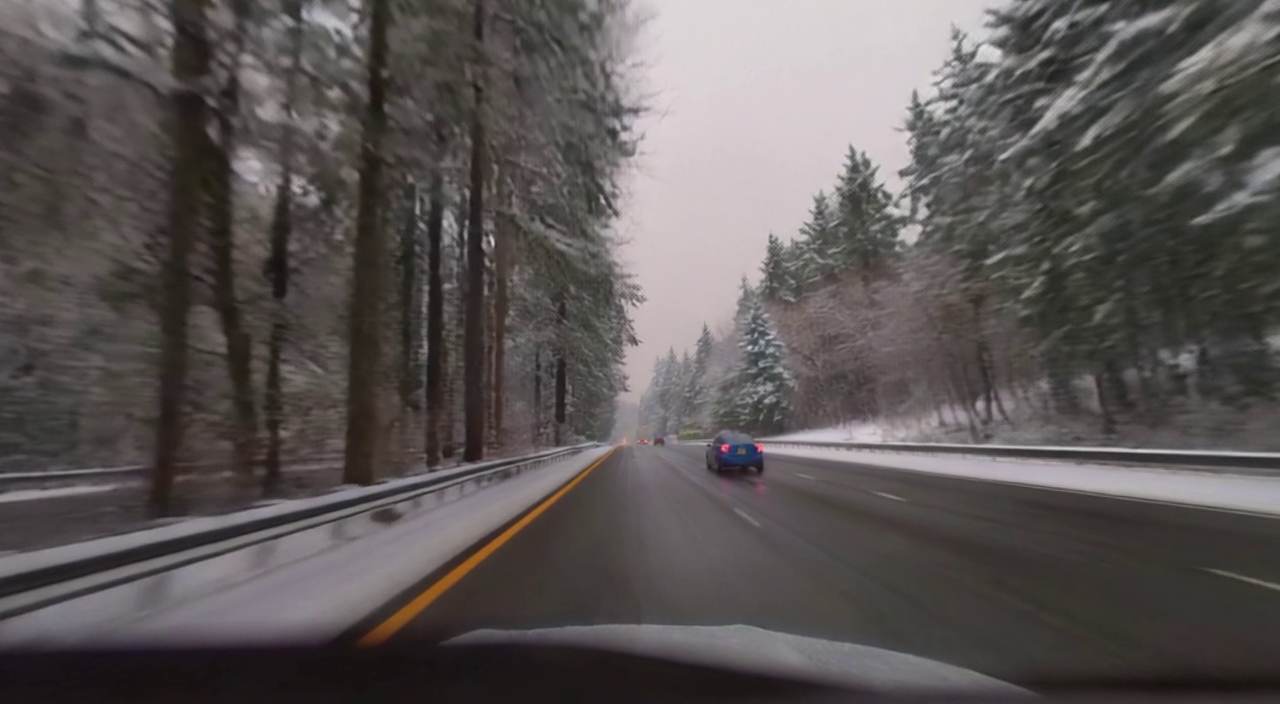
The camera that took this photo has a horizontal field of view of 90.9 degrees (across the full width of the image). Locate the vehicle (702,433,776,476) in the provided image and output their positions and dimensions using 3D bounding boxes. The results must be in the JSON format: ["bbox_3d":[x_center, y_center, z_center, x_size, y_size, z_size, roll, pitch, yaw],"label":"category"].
[{"bbox_3d":[3.725,3.947,24.531,2.017,1.502,4.369,0,-8,-2],"label":"vehicle"}]
